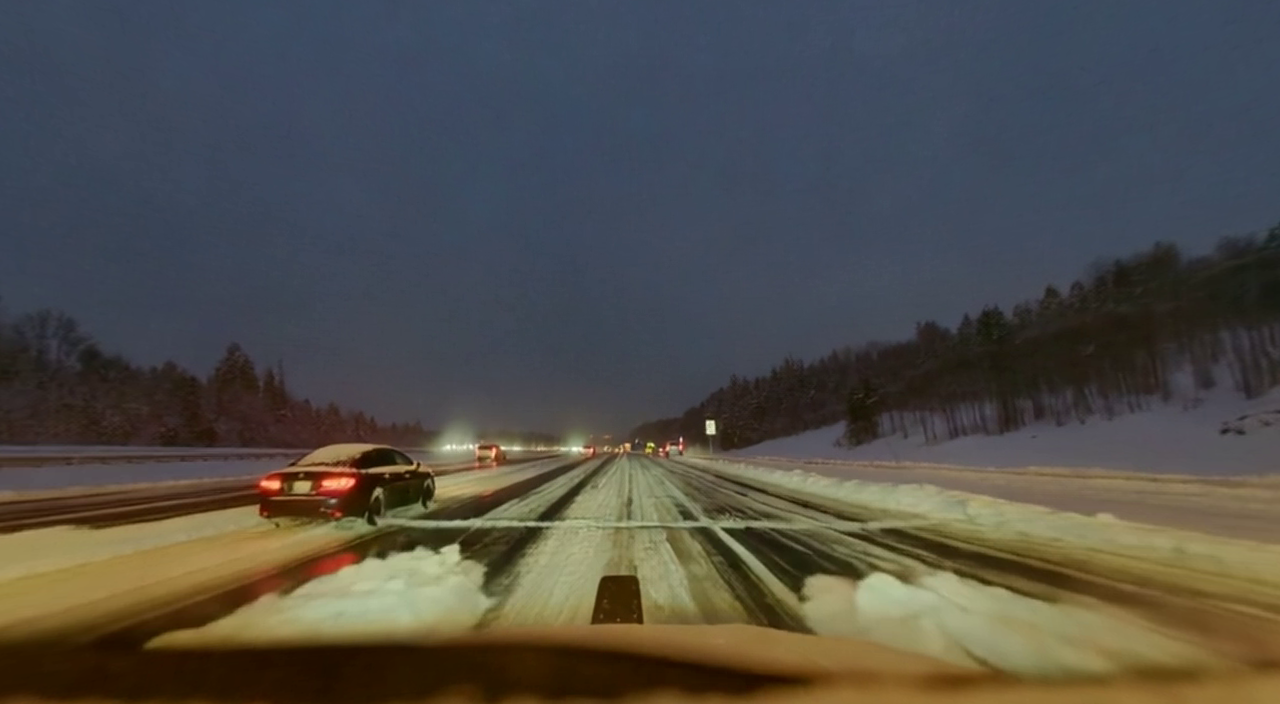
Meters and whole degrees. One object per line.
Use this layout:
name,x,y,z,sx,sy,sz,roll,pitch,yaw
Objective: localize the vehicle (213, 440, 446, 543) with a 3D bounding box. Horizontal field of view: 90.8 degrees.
vehicle,-5.193,2.353,11.401,1.981,1.465,4.334,0,-8,0
